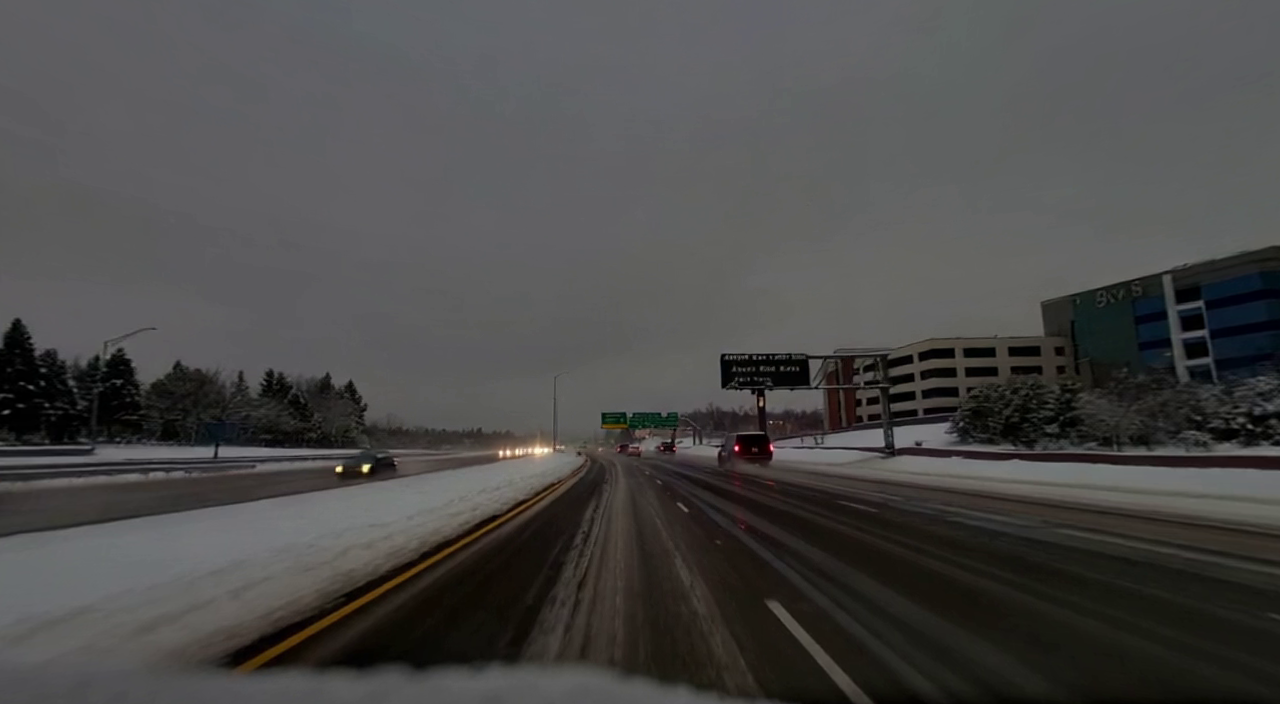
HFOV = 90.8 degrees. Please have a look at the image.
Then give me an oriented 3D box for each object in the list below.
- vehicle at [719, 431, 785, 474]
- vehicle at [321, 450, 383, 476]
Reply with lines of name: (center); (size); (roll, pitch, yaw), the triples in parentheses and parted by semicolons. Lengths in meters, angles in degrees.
vehicle: (5.488, 5.027, 31.780); (2.181, 1.952, 4.973); (0, -9, -3)
vehicle: (-18.208, 7.005, 40.185); (1.893, 1.517, 4.889); (0, -9, -3)
